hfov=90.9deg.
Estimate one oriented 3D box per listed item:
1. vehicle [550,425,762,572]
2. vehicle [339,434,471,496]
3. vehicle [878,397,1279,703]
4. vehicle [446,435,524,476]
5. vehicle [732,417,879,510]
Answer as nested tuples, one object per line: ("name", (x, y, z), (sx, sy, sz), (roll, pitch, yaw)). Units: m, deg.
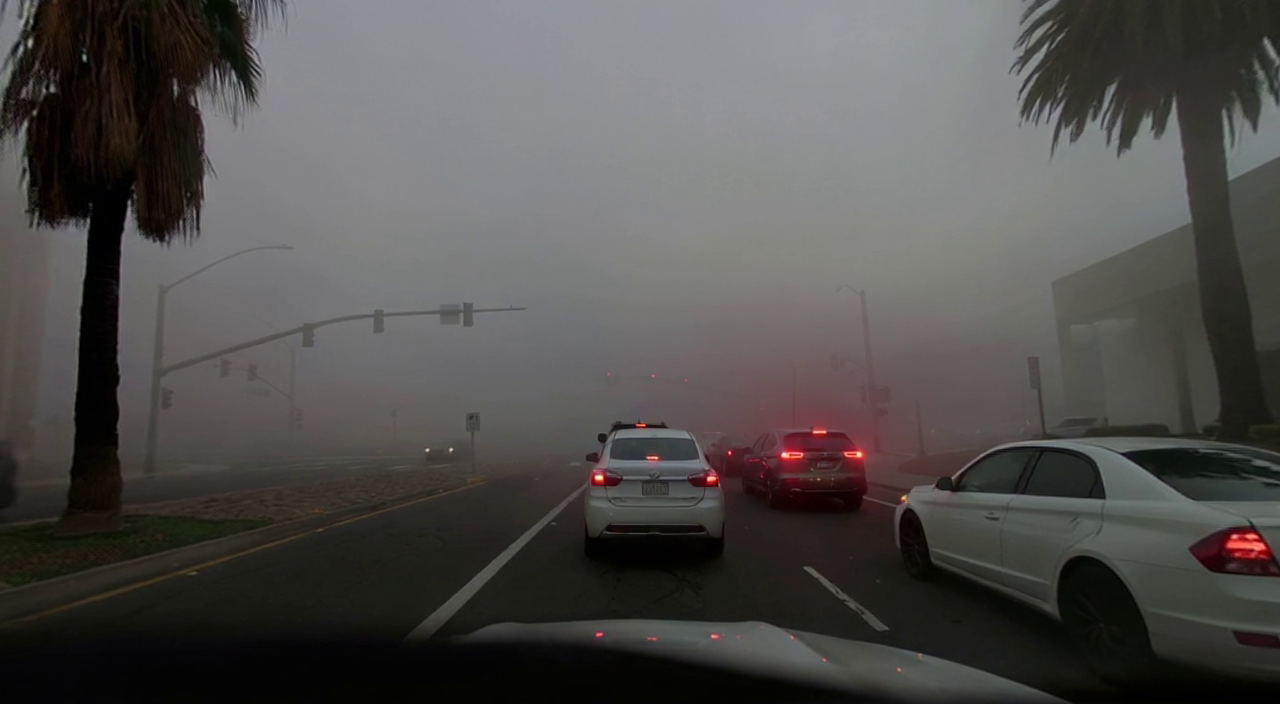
("vehicle", (0.171, 1.784, 8.461), (2.140, 1.474, 4.026), (0, -8, 0))
("vehicle", (-6.265, 3.048, 17.380), (1.900, 1.487, 4.165), (0, -8, 2))
("vehicle", (3.538, 1.217, 4.476), (1.910, 1.490, 4.661), (0, -8, 0))
("vehicle", (-6.060, 4.096, 25.217), (1.822, 1.456, 4.396), (-1, -8, 2))
("vehicle", (3.491, 2.461, 14.303), (2.169, 1.751, 4.276), (0, -8, 0))
